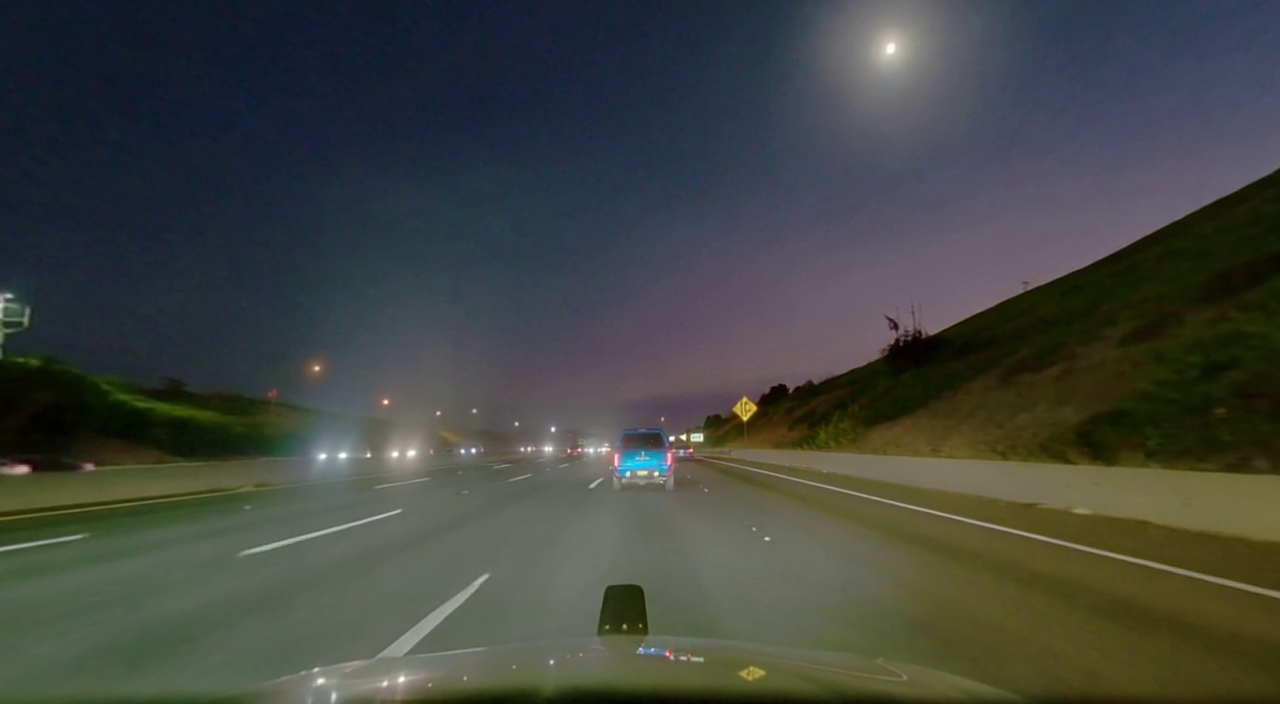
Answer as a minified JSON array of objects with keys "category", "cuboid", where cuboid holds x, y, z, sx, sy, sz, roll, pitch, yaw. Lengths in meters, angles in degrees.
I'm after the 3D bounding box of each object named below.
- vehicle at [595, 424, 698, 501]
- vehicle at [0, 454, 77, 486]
[{"category":"vehicle","cuboid":[0.165,2.952,17.158,2.447,1.804,4.273,0,-9,0]},{"category":"vehicle","cuboid":[-31.573,5.936,32.004,1.911,1.461,4.375,0,-9,0]}]
